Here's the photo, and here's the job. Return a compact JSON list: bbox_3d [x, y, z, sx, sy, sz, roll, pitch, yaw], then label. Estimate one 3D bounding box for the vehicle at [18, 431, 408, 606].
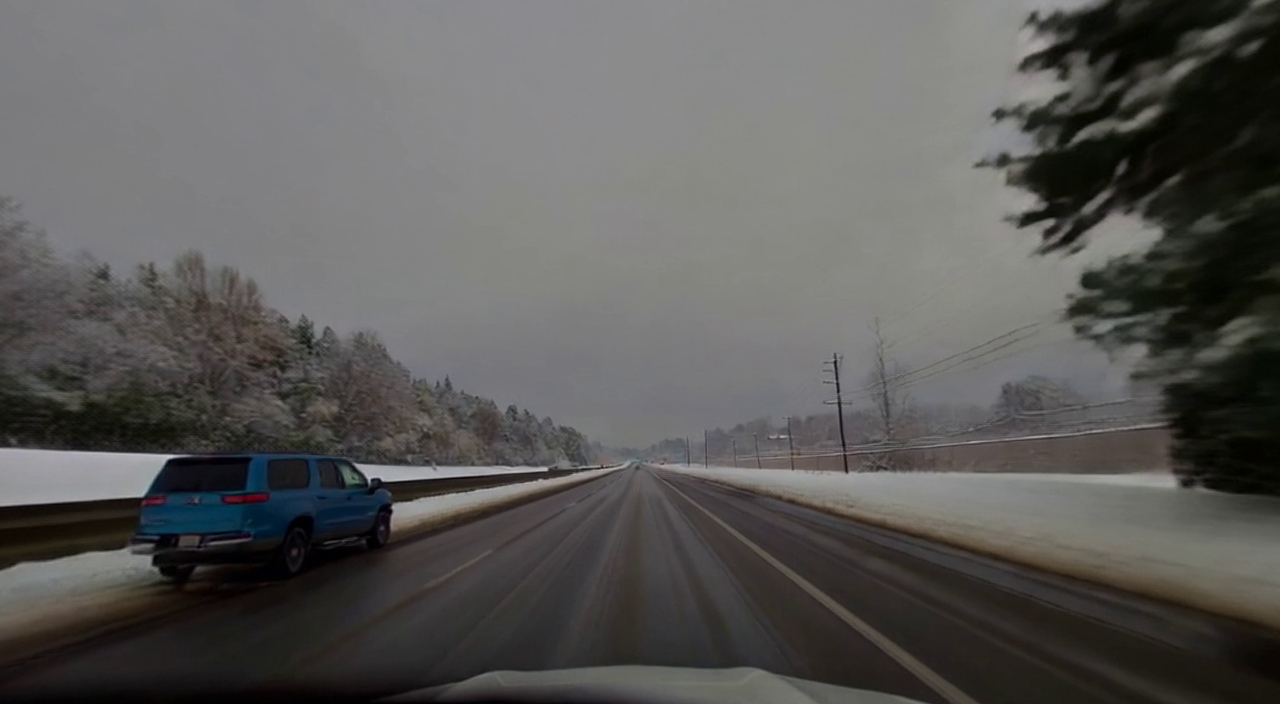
[{"bbox_3d":[-4.583,1.866,7.727,1.914,1.534,4.015,1,-10,0],"label":"vehicle"}]
